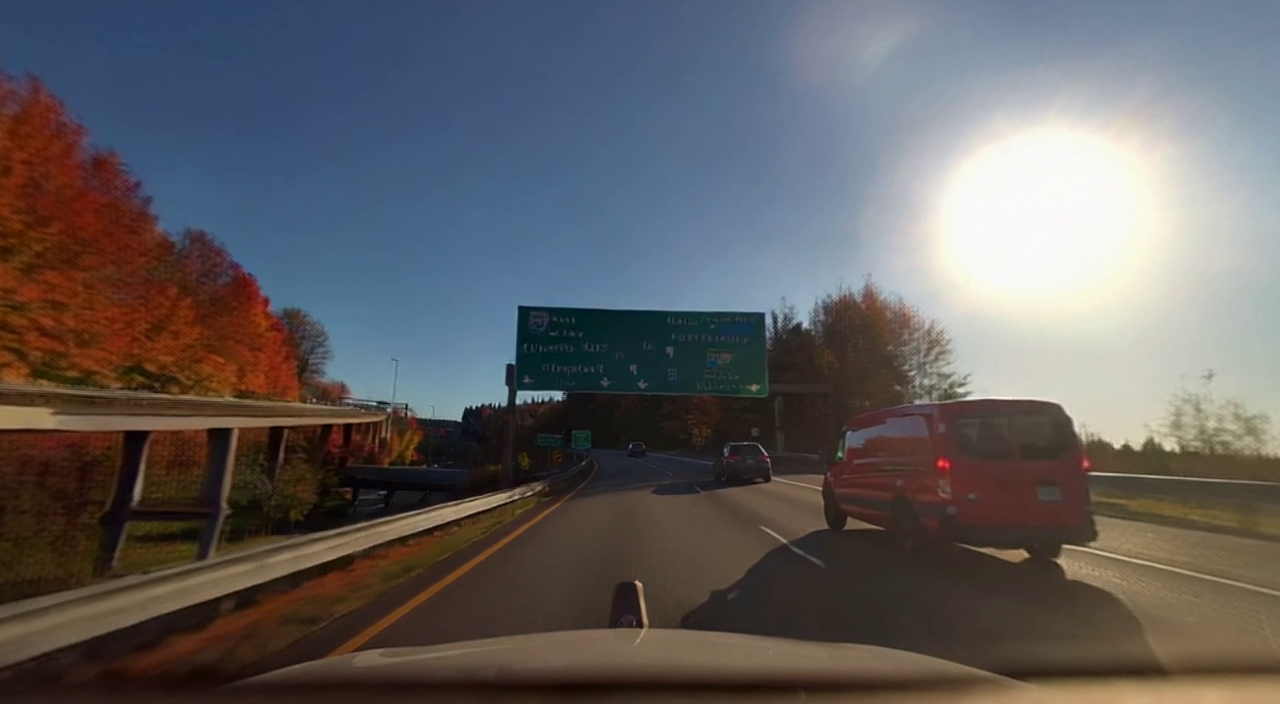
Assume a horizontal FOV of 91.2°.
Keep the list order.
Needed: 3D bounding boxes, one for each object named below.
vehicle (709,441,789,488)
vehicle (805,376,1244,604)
[{"bbox_3d":[3.840,4.036,22.756,1.952,1.536,4.036,0,-9,-3],"label":"vehicle"},{"bbox_3d":[3.965,1.555,7.916,2.205,1.923,4.956,0,-9,-2],"label":"vehicle"}]
